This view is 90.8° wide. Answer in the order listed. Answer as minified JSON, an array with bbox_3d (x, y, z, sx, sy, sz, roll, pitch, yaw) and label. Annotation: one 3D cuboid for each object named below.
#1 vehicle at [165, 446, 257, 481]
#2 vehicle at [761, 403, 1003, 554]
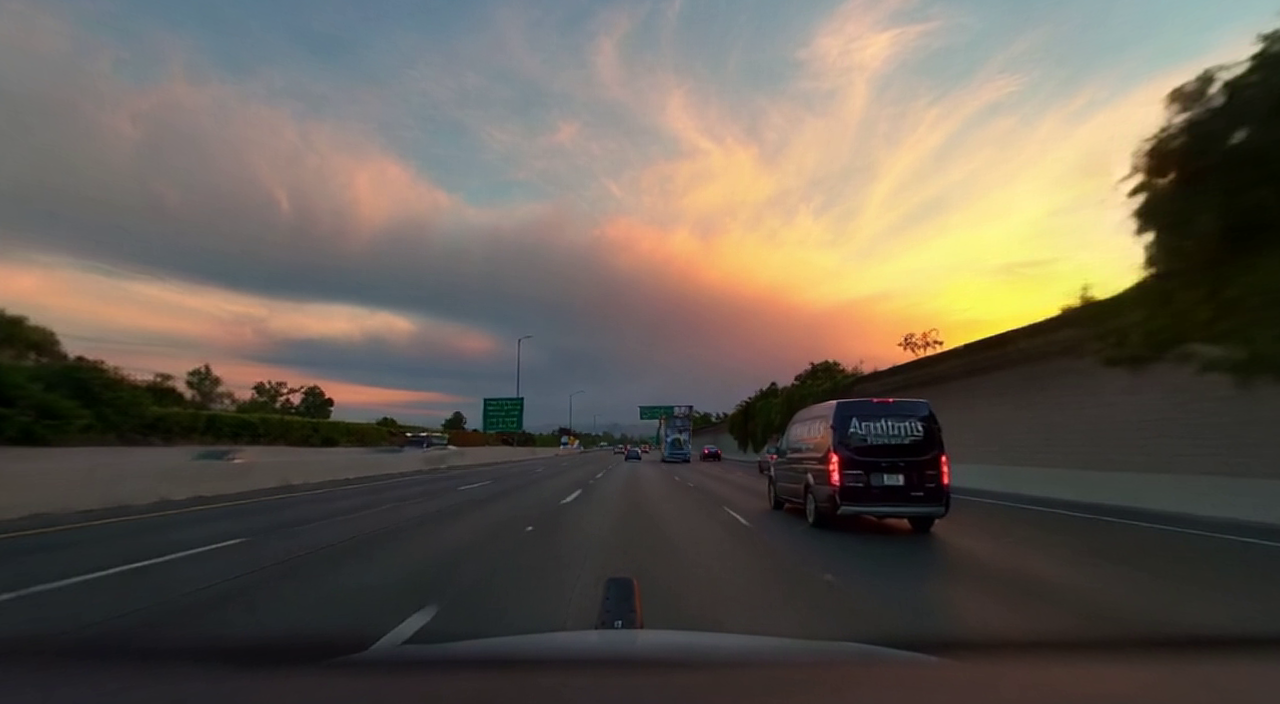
[{"bbox_3d":[-17.805,4.606,26.411,1.479,1.355,3.347,0,-9,0],"label":"vehicle"},{"bbox_3d":[3.604,2.009,10.657,2.035,1.931,4.841,0,-9,-1],"label":"vehicle"}]
